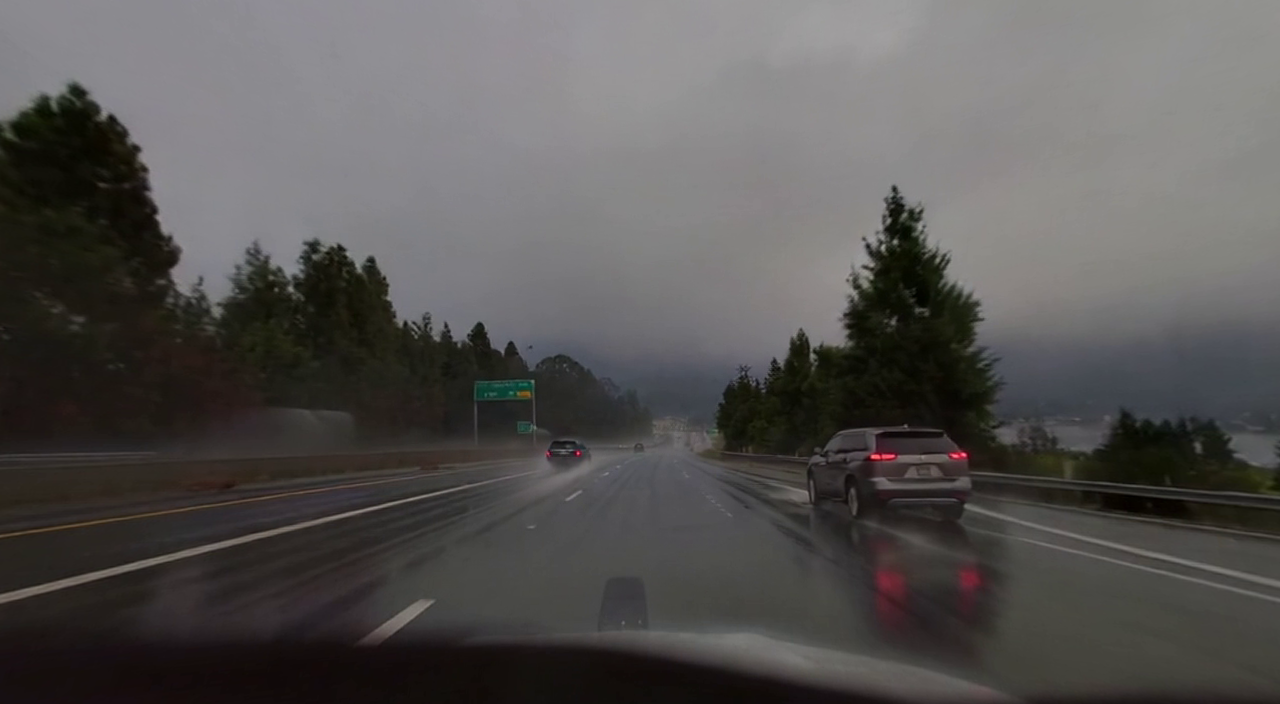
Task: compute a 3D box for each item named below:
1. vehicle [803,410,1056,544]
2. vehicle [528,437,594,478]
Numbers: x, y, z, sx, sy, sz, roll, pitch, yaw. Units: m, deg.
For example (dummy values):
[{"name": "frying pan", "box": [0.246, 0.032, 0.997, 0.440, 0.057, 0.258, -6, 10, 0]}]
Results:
[{"name": "vehicle", "box": [4.513, 2.020, 10.807, 2.149, 1.796, 4.487, 0, -8, 0]}, {"name": "vehicle", "box": [-3.308, 4.537, 27.226, 2.166, 1.608, 4.297, 0, -8, 2]}]
